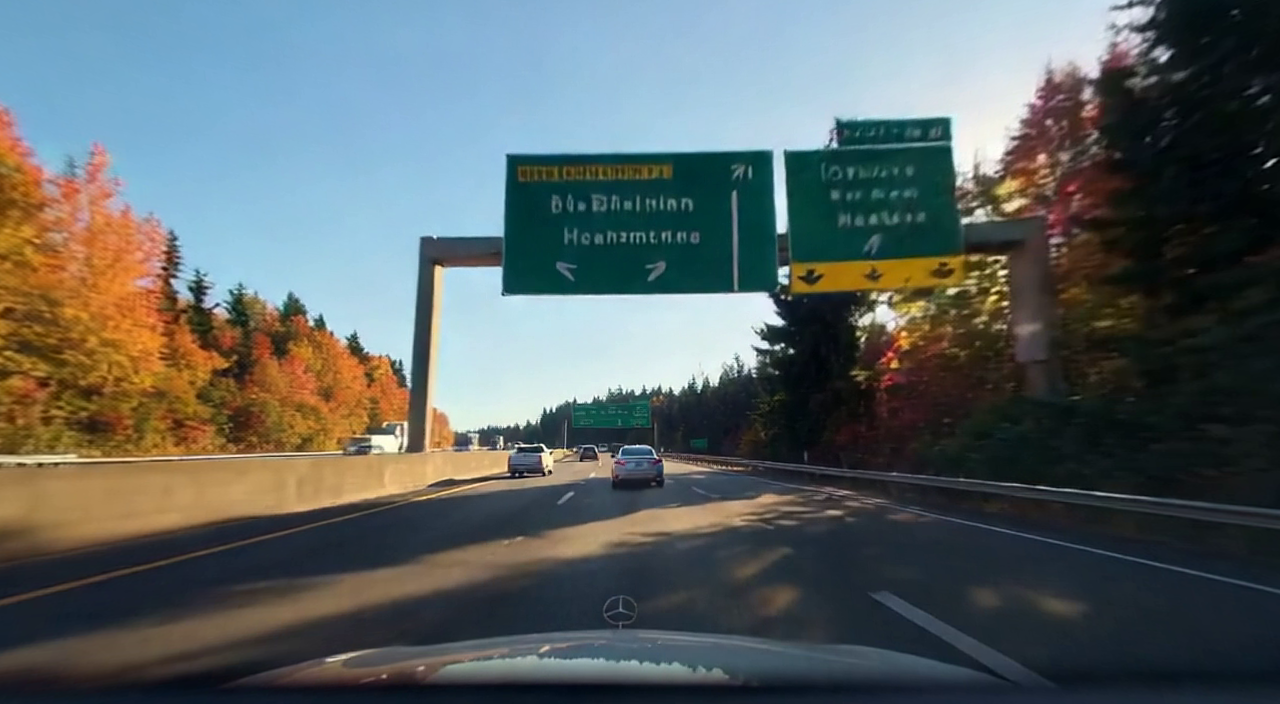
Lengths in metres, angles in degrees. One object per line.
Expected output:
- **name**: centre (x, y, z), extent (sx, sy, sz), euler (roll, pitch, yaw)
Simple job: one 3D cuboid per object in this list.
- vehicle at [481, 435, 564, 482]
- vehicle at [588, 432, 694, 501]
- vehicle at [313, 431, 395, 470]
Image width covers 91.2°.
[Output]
- **vehicle**: centre (-4.515, 4.186, 24.918), extent (2.545, 1.679, 4.267), euler (0, -9, -1)
- **vehicle**: centre (-0.019, 3.164, 17.722), extent (2.634, 1.679, 4.070), euler (0, -9, -1)
- **vehicle**: centre (-15.840, 5.508, 35.099), extent (2.107, 1.969, 5.204), euler (0, -9, 1)
